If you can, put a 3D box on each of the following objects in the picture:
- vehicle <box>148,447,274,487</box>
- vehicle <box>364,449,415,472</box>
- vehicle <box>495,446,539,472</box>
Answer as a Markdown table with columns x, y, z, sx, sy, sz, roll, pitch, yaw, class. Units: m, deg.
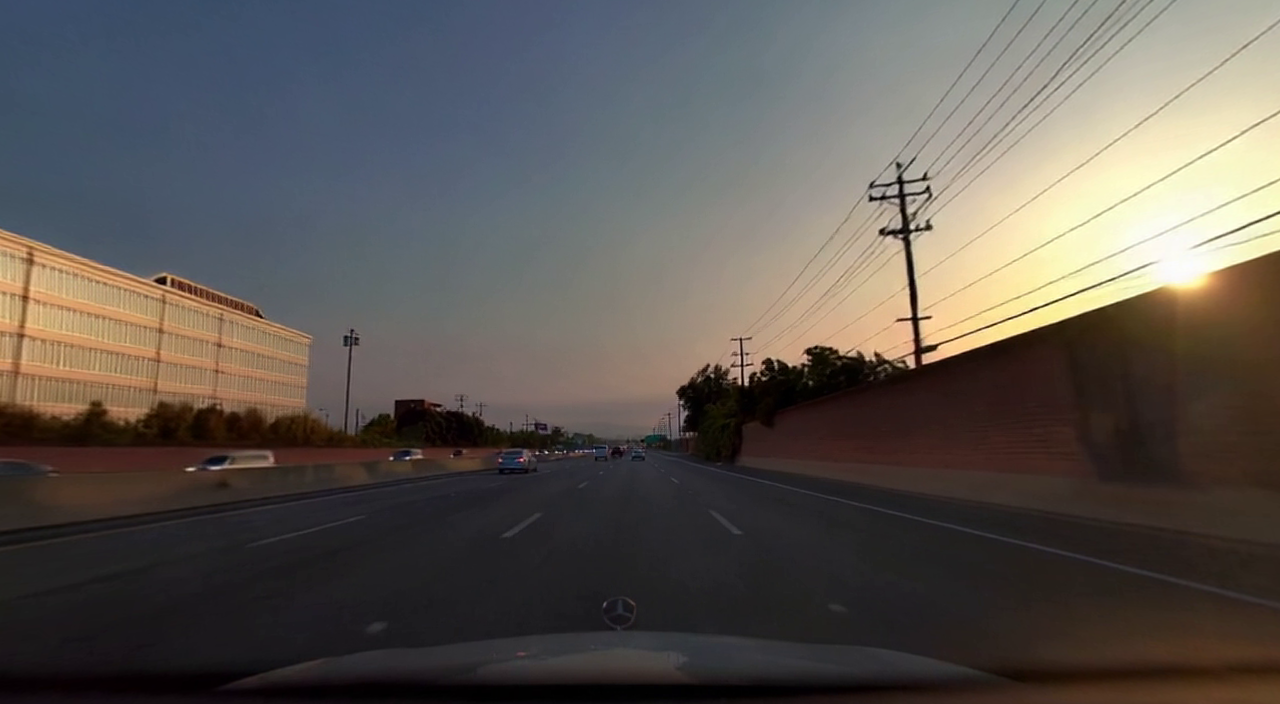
| x | y | z | sx | sy | sz | roll | pitch | yaw | class |
| --- | --- | --- | --- | --- | --- | --- | --- | --- | --- |
| -21.915 | 5.864 | 32.696 | 2.224 | 1.859 | 6.117 | 0 | -9 | 0 | vehicle |
| -18.237 | 7.895 | 46.268 | 1.871 | 1.596 | 4.507 | 0 | -8 | 0 | vehicle |
| -7.673 | 6.702 | 39.745 | 2.013 | 1.574 | 3.923 | 0 | -8 | 0 | vehicle |
